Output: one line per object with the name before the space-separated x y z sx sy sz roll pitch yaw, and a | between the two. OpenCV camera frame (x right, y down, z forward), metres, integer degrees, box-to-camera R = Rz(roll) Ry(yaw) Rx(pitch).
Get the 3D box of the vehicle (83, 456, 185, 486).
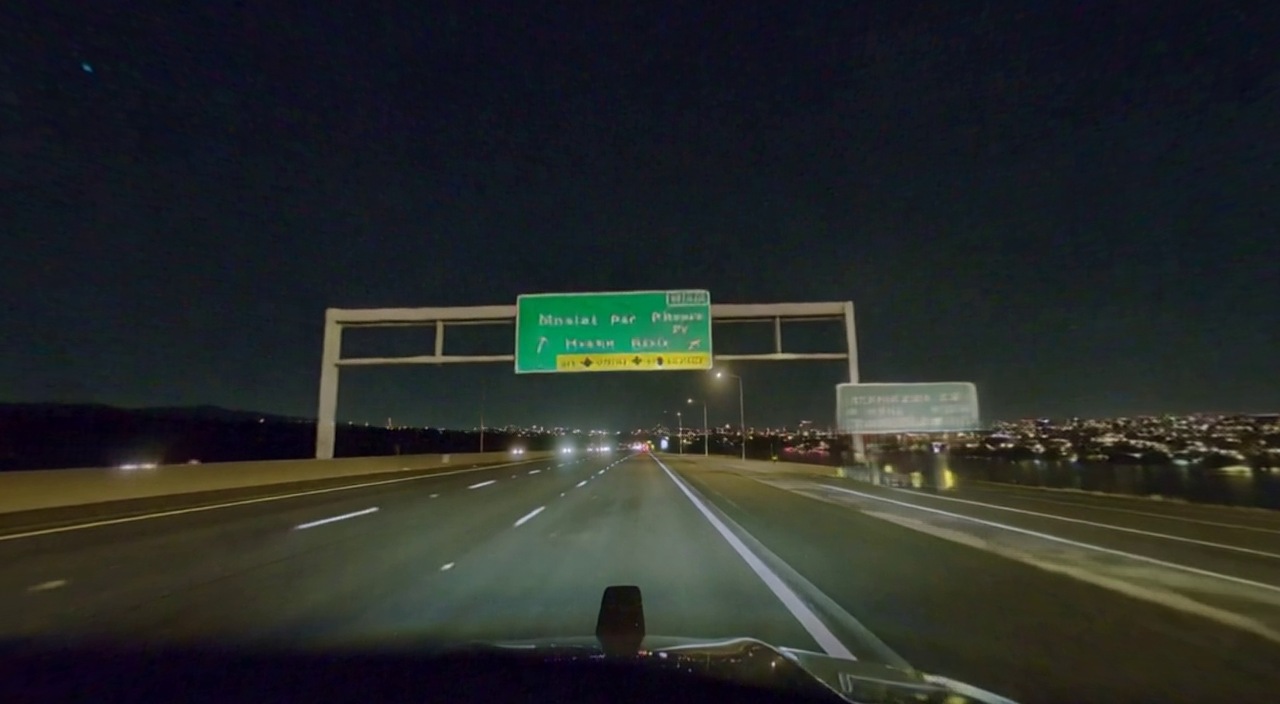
vehicle | -29.897 7.015 37.442 1.993 1.565 4.728 -1 -9 2
